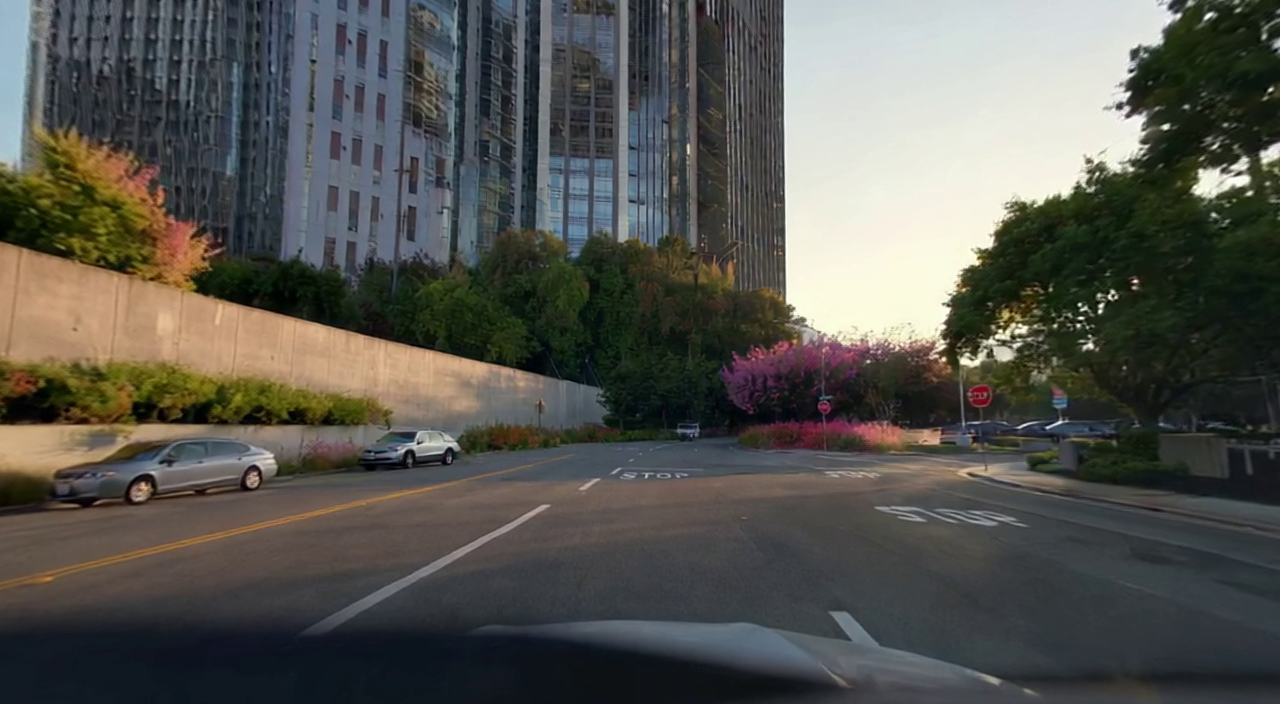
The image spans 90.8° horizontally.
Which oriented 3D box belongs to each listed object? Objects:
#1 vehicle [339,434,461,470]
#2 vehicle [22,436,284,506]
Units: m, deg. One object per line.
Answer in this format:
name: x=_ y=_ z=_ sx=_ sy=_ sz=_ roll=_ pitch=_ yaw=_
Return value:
vehicle: x=-10.597 y=4.406 z=27.957 sx=4.694 sy=1.447 sz=2.137 roll=5 pitch=-10 yaw=-29
vehicle: x=-11.219 y=2.765 z=15.044 sx=4.421 sy=1.446 sz=2.053 roll=3 pitch=-9 yaw=-20
